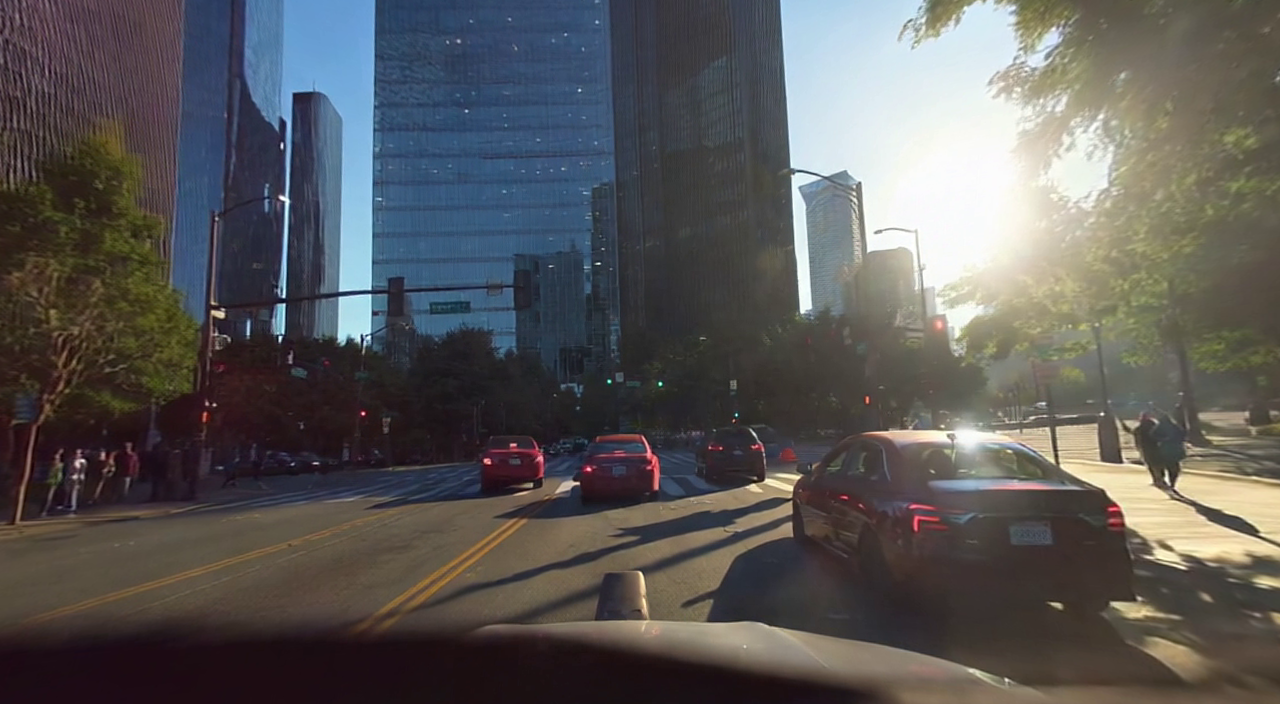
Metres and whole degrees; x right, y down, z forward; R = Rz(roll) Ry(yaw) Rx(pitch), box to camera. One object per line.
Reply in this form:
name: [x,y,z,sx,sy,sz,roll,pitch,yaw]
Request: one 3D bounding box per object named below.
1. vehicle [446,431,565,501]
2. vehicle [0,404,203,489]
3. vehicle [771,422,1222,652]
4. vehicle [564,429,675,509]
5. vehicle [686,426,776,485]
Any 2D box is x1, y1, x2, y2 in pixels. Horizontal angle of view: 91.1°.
vehicle: [-3.241,2.841,16.082,2.068,1.513,4.221,0,-8,1]
vehicle: [-25.693,4.305,28.602,8.989,3.623,2.884,1,-8,-3]
vehicle: [2.752,1.505,6.208,1.952,1.464,4.165,0,-8,-1]
vehicle: [-0.419,2.497,13.845,2.072,1.476,4.078,0,-8,-1]
vehicle: [2.865,3.409,20.876,2.234,1.723,4.486,0,-8,-1]
